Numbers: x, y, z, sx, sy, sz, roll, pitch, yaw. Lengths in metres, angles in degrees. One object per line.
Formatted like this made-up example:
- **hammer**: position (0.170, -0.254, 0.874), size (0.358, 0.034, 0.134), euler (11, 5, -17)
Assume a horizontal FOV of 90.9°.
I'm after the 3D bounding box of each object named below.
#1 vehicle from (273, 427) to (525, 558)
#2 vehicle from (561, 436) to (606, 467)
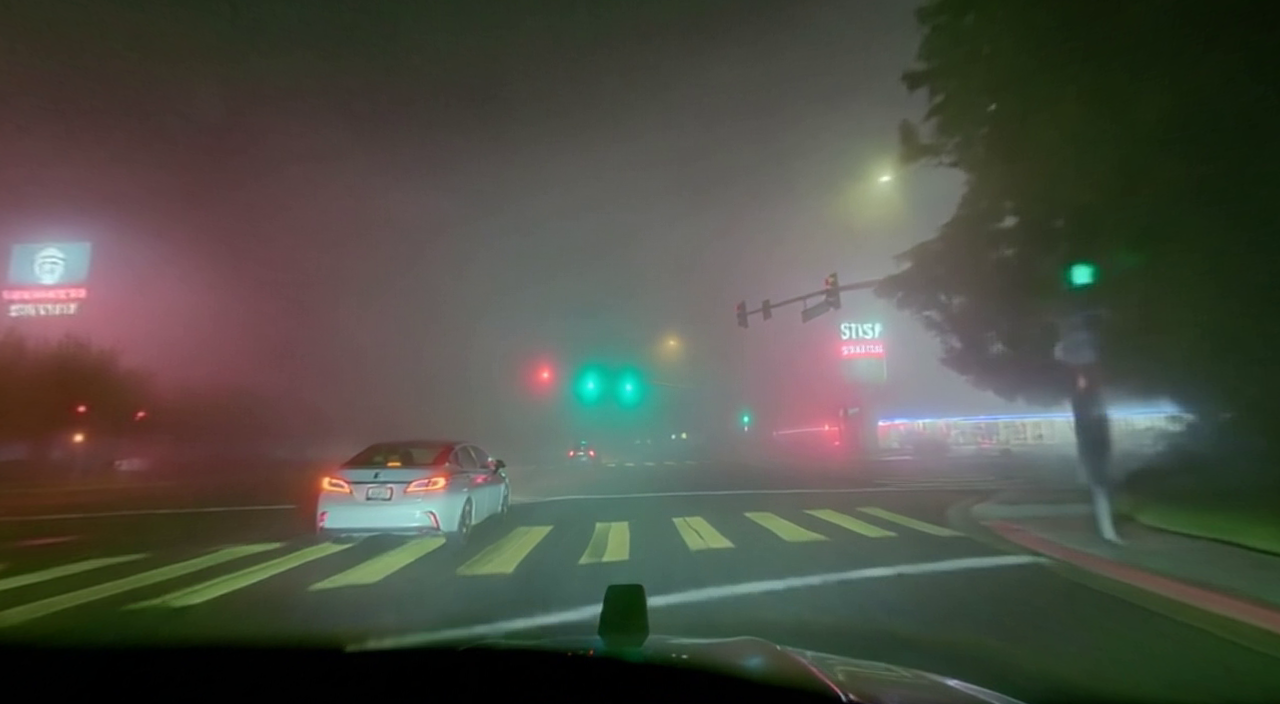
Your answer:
- **vehicle**: position (-3.155, 1.933, 9.447), size (2.018, 1.477, 4.401), euler (0, -8, 0)
- **vehicle**: position (-3.166, 5.696, 36.177), size (2.109, 1.692, 4.220), euler (0, -8, 1)
